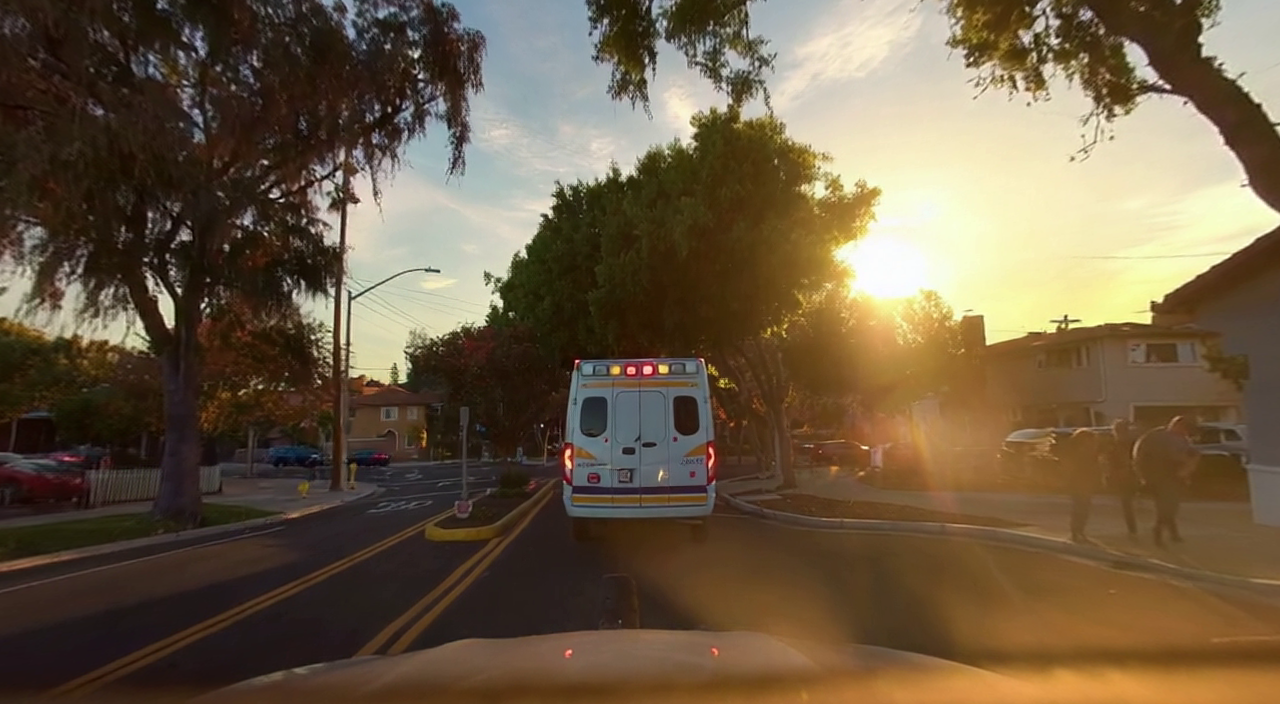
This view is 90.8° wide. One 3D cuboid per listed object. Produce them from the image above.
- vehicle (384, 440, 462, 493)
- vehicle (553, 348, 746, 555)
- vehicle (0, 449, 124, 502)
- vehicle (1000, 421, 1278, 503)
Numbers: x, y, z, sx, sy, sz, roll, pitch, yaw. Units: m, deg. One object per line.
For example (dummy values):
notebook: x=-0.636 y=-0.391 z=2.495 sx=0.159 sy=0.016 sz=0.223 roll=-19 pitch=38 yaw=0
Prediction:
vehicle: x=-8.502 y=4.335 z=24.484 sx=2.290 sy=1.776 sz=4.947 roll=3 pitch=-9 yaw=-24
vehicle: x=0.141 y=1.659 z=10.903 sx=2.444 sy=2.640 sz=5.482 roll=0 pitch=-8 yaw=1
vehicle: x=-18.771 y=3.708 z=19.162 sx=4.412 sy=1.468 sz=1.914 roll=0 pitch=-8 yaw=-3
vehicle: x=13.157 y=2.945 z=17.128 sx=5.270 sy=1.966 sz=2.329 roll=-2 pitch=-8 yaw=11
